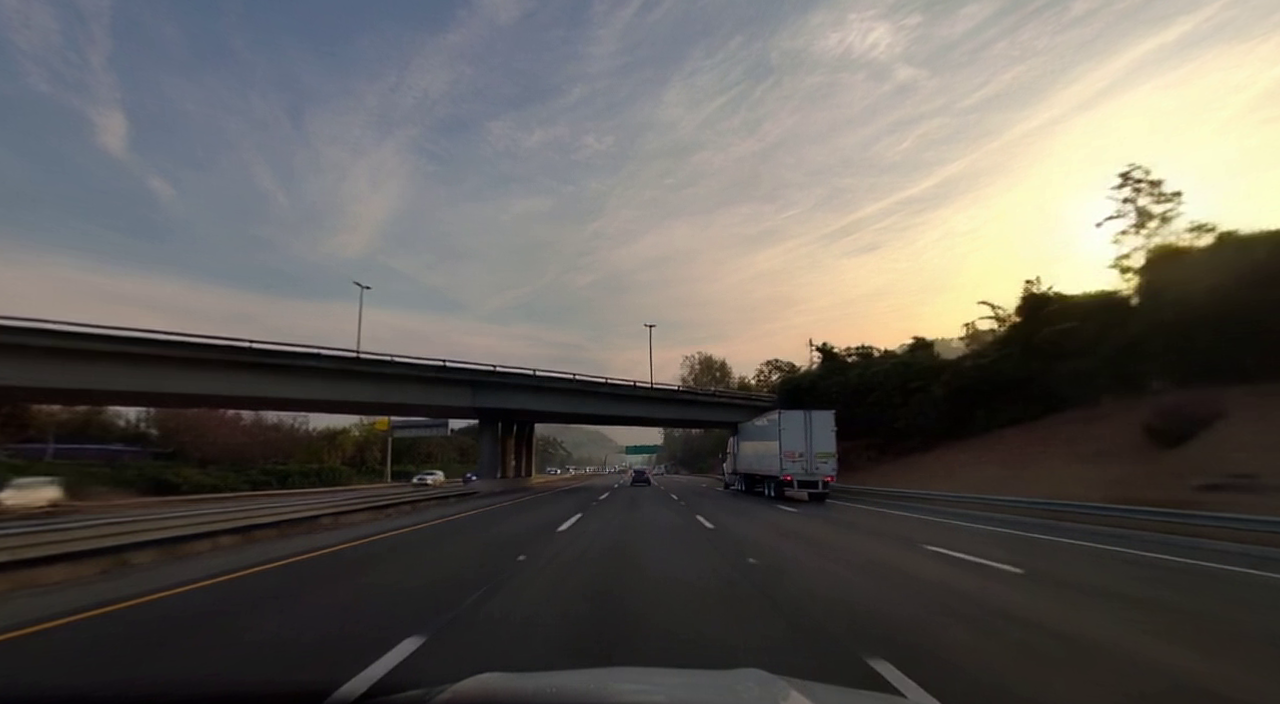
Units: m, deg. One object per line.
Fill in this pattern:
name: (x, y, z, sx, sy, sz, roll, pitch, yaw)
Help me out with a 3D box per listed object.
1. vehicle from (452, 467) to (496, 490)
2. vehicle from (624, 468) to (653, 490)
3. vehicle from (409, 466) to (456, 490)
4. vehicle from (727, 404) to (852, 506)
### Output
vehicle: (-11.284, 8.620, 43.145, 1.870, 1.478, 4.173, 1, -10, -1)
vehicle: (-0.103, 9.192, 45.815, 2.029, 1.459, 3.684, 1, -10, 0)
vehicle: (-15.112, 9.219, 46.169, 1.887, 1.599, 4.561, 1, -10, -1)
vehicle: (7.011, 5.440, 32.479, 2.926, 4.073, 13.836, 1, -10, 0)
